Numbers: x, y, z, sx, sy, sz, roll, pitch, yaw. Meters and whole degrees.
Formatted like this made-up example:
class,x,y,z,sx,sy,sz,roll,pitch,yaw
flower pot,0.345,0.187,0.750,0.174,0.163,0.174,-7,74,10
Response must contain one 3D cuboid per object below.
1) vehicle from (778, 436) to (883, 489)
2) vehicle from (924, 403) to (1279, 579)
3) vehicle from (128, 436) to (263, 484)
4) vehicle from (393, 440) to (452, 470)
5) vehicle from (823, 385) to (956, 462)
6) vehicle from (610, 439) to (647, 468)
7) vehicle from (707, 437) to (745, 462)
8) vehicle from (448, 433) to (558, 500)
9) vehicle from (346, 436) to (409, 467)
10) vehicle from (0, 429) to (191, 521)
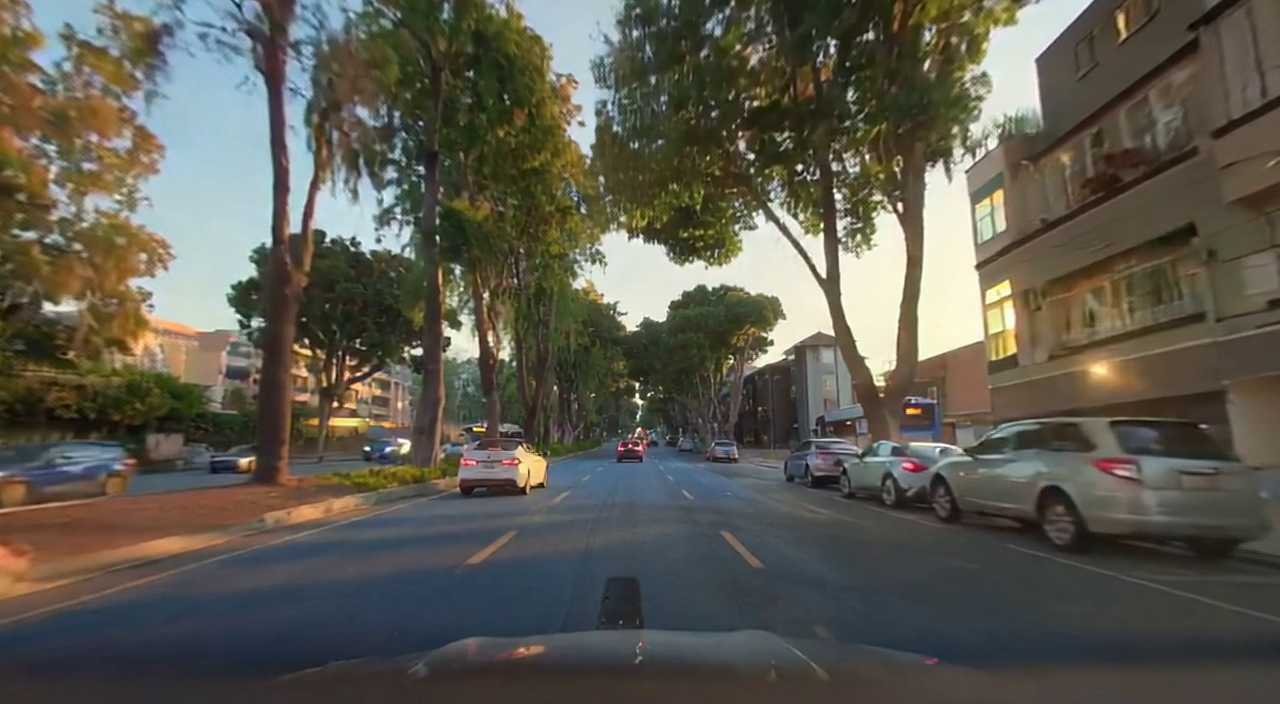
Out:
class,x,y,z,sx,sy,sz,roll,pitch,yaw
vehicle,6.314,3.683,21.513,2.130,1.584,4.181,0,-8,-2
vehicle,6.493,1.790,9.100,2.375,1.786,5.078,0,-8,-1
vehicle,-16.810,4.093,24.223,1.885,1.642,4.397,-1,-8,1
vehicle,-11.682,5.536,34.236,1.804,1.462,4.392,0,-8,-2
vehicle,17.801,5.510,47.332,3.225,4.571,16.558,-3,-8,0
vehicle,-0.610,5.738,36.024,1.999,1.520,3.896,-1,-8,0
vehicle,6.482,7.423,48.260,2.206,1.803,5.753,-1,-8,1
vehicle,-3.455,2.965,16.855,1.934,1.522,4.287,-1,-8,1
vehicle,-16.782,6.359,40.650,1.912,1.855,4.652,-1,-8,3
vehicle,-11.688,2.340,12.462,1.972,1.533,5.024,0,-8,0
